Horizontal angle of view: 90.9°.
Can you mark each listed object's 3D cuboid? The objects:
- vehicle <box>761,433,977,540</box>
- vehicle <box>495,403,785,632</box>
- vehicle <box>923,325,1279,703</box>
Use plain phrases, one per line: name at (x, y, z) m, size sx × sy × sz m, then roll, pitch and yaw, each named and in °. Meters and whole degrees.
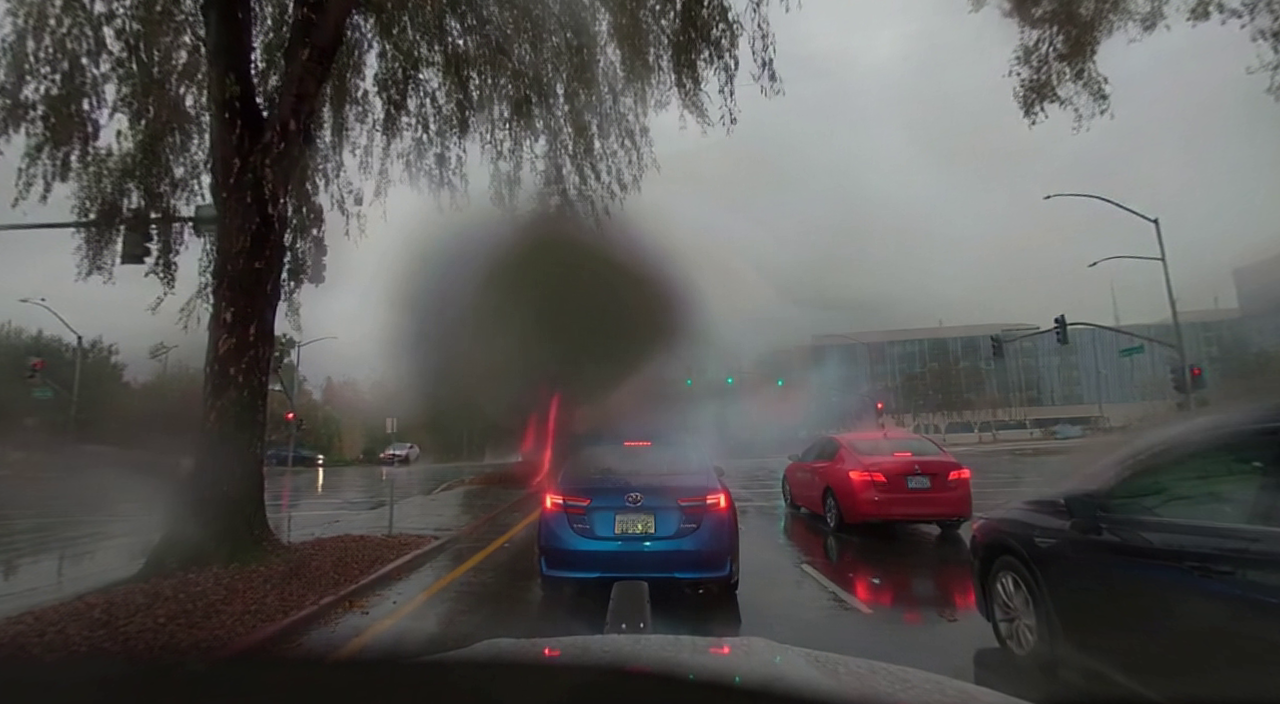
vehicle at (3.696, 2.258, 11.299) m, size 2.054 × 1.482 × 4.654 m, roll 0°, pitch -9°, yaw -1°
vehicle at (-0.014, 1.477, 6.504) m, size 2.074 × 1.631 × 3.793 m, roll 0°, pitch -9°, yaw 0°
vehicle at (3.725, 0.934, 3.422) m, size 2.162 × 1.829 × 4.519 m, roll 0°, pitch -9°, yaw -1°
